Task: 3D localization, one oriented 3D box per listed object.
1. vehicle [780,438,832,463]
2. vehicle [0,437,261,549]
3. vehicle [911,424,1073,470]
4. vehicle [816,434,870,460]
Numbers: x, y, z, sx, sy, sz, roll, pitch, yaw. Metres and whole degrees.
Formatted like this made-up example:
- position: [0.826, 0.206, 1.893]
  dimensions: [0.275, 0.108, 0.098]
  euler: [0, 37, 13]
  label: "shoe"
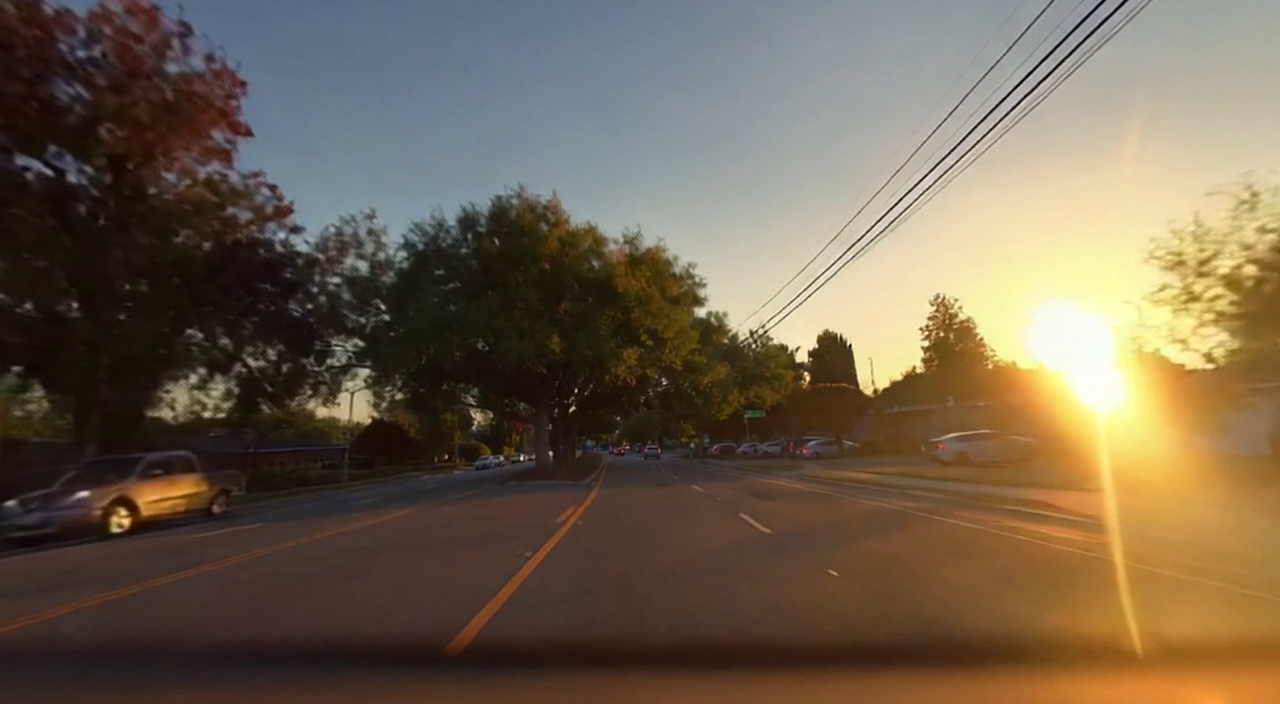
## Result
- position: [10.280, 6.135, 39.414]
  dimensions: [1.847, 1.455, 4.650]
  euler: [0, -9, -1]
  label: "vehicle"
- position: [-11.294, 3.036, 14.180]
  dimensions: [2.347, 1.960, 5.167]
  euler: [-2, -10, 0]
  label: "vehicle"
- position: [12.794, 3.482, 23.194]
  dimensions: [4.767, 1.557, 1.994]
  euler: [0, -9, -2]
  label: "vehicle"
- position: [12.772, 6.011, 39.967]
  dimensions: [1.889, 1.499, 4.218]
  euler: [0, -9, -1]
  label: "vehicle"
